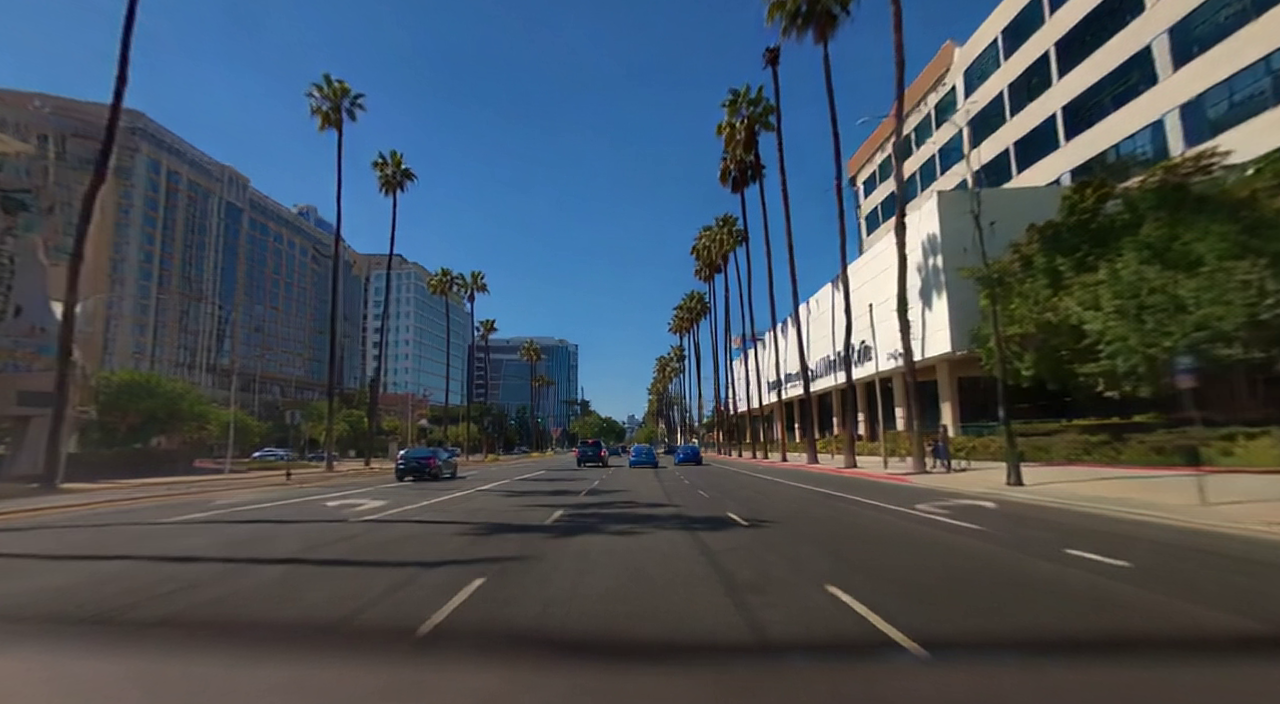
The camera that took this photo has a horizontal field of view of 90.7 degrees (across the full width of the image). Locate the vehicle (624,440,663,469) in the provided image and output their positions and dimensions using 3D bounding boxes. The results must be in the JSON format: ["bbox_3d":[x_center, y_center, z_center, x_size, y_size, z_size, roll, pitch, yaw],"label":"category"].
[{"bbox_3d":[0.214,6.014,37.224,2.160,1.615,4.117,0,-9,0],"label":"vehicle"}]

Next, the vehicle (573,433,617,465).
[{"bbox_3d":[-3.128,6.921,45.207,2.672,2.064,5.681,0,-9,1],"label":"vehicle"}]
